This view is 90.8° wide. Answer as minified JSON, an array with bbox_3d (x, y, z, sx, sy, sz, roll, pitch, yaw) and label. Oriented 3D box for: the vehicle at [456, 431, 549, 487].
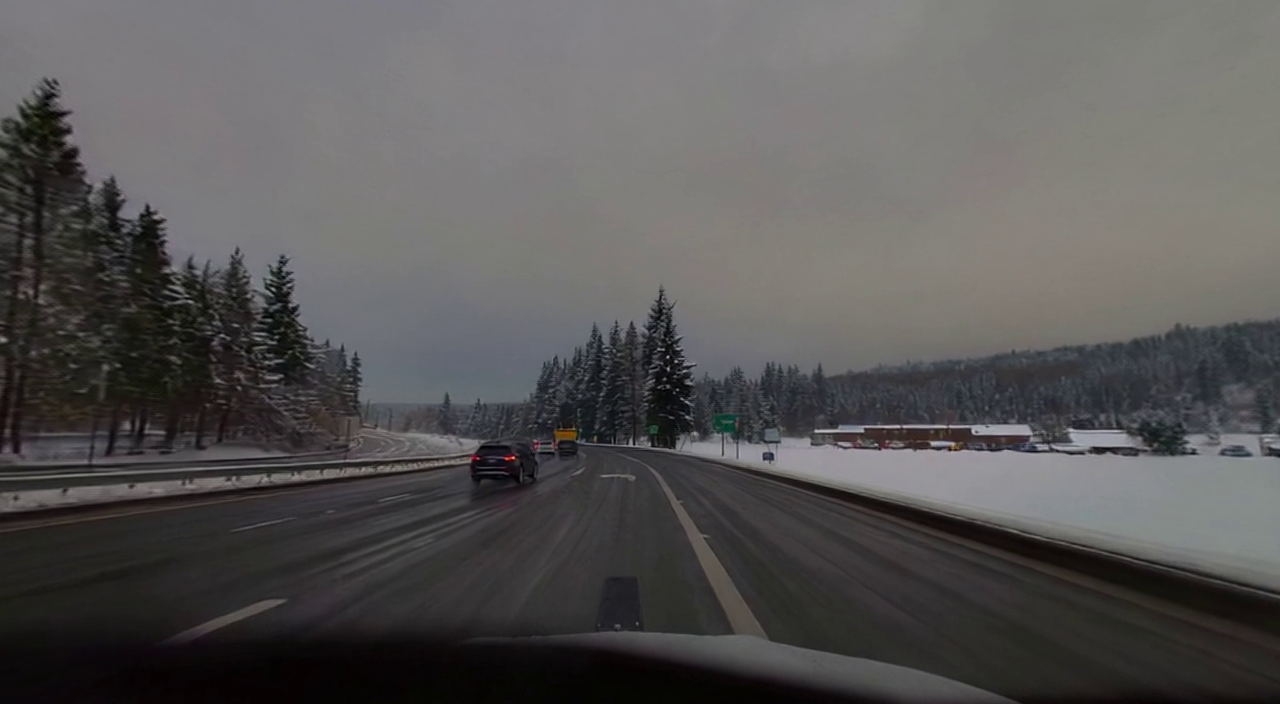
[{"bbox_3d":[-4.642,3.708,22.146,2.210,1.737,4.649,0,-8,0],"label":"vehicle"}]
